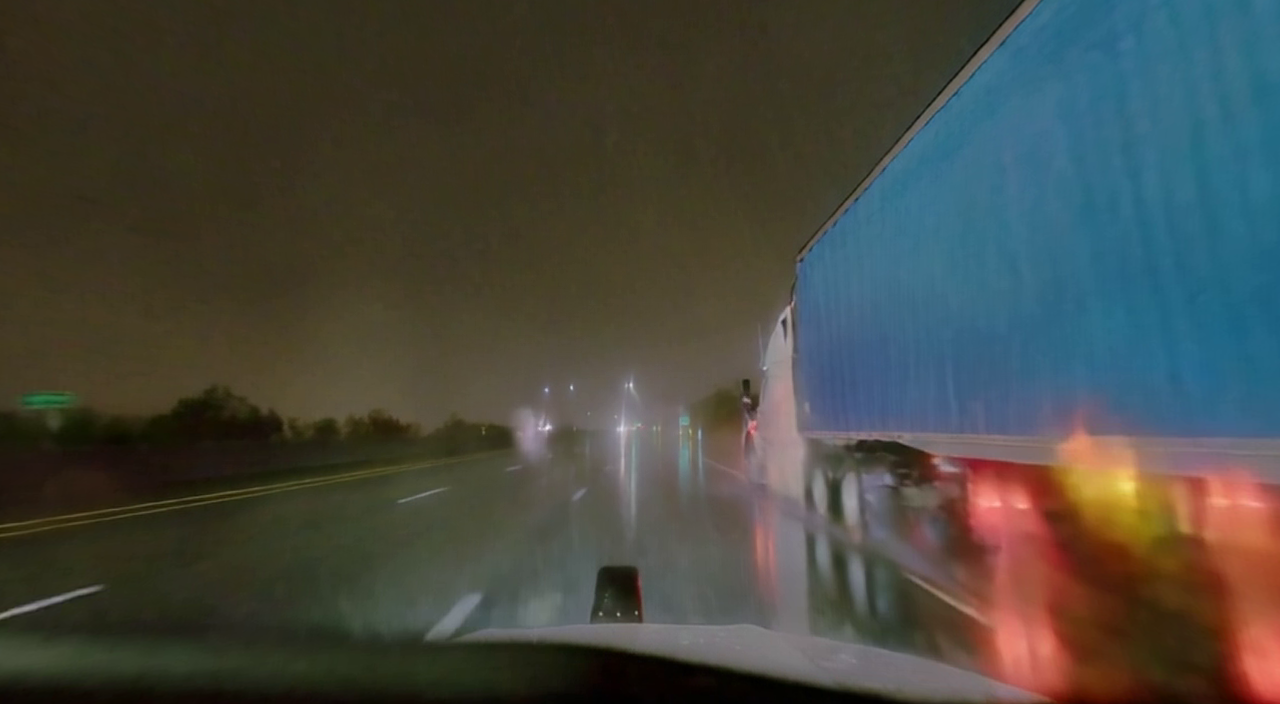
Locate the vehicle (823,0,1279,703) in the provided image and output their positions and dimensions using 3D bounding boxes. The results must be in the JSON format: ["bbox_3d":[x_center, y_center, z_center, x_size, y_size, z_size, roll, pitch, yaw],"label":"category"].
[{"bbox_3d":[4.149,0.030,5.782,3.049,3.826,6.146,0,-8,1],"label":"vehicle"}]
